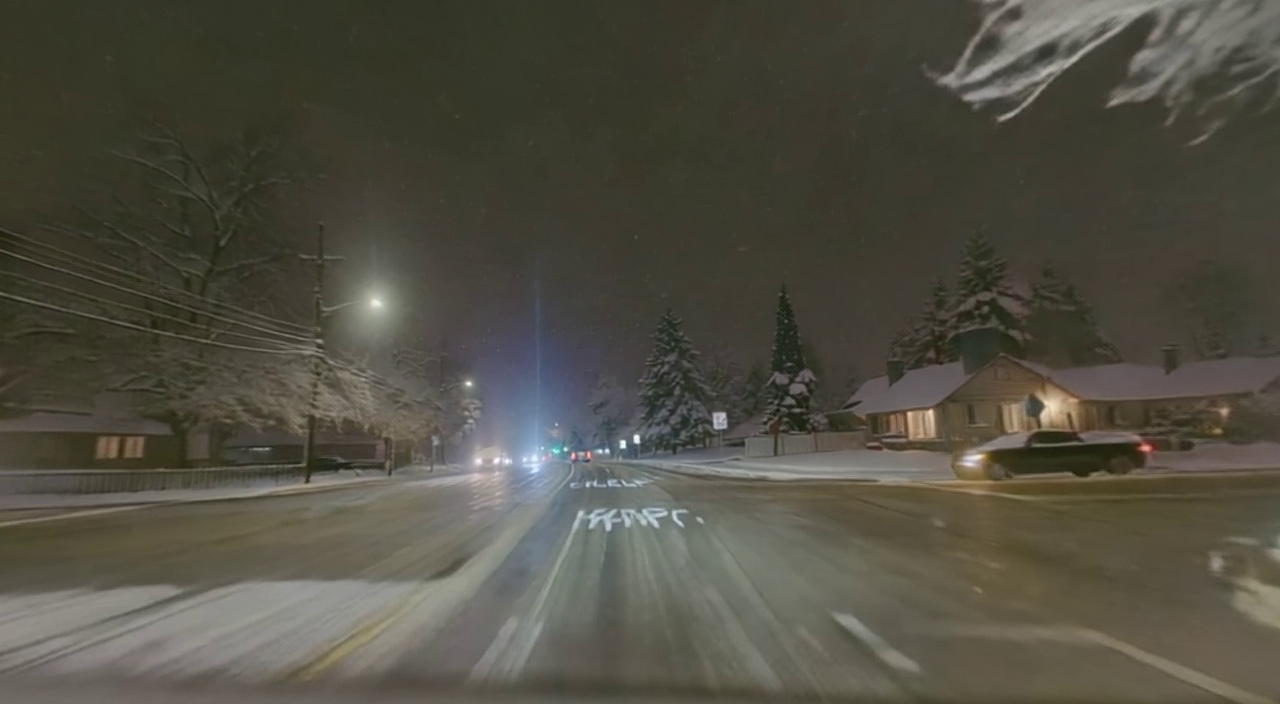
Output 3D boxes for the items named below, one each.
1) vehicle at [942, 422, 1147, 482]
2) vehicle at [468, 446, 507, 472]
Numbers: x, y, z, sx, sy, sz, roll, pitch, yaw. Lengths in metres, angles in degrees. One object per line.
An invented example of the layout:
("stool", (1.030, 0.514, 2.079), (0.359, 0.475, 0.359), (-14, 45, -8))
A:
("vehicle", (11.850, 2.951, 18.779), (4.702, 1.661, 1.977), (0, -8, 0))
("vehicle", (-10.989, 7.720, 45.863), (2.053, 1.727, 4.651), (1, -8, -5))
